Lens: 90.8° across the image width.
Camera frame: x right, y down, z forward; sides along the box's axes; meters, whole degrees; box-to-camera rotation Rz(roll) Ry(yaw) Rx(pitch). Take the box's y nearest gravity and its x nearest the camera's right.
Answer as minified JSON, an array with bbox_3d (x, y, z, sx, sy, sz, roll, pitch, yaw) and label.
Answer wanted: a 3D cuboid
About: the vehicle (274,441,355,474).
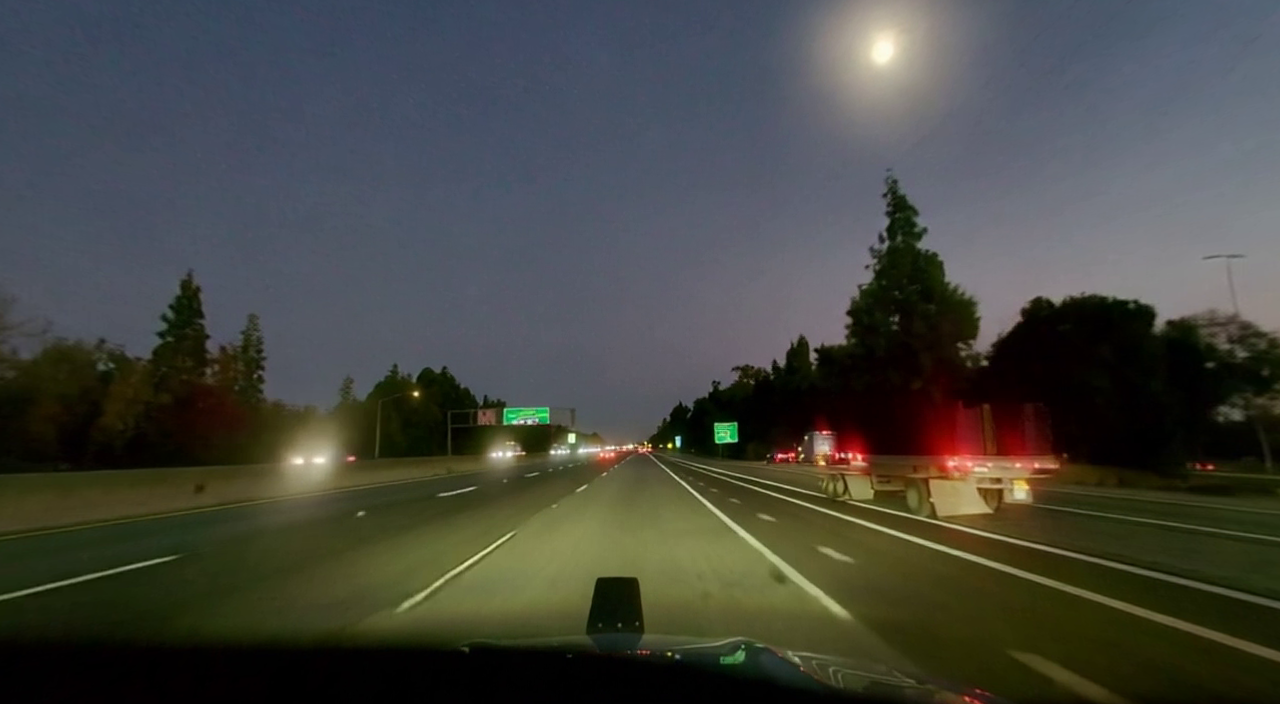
[{"bbox_3d":[-19.986,6.516,39.071,2.289,1.857,4.835,-1,-9,2],"label":"vehicle"}]
